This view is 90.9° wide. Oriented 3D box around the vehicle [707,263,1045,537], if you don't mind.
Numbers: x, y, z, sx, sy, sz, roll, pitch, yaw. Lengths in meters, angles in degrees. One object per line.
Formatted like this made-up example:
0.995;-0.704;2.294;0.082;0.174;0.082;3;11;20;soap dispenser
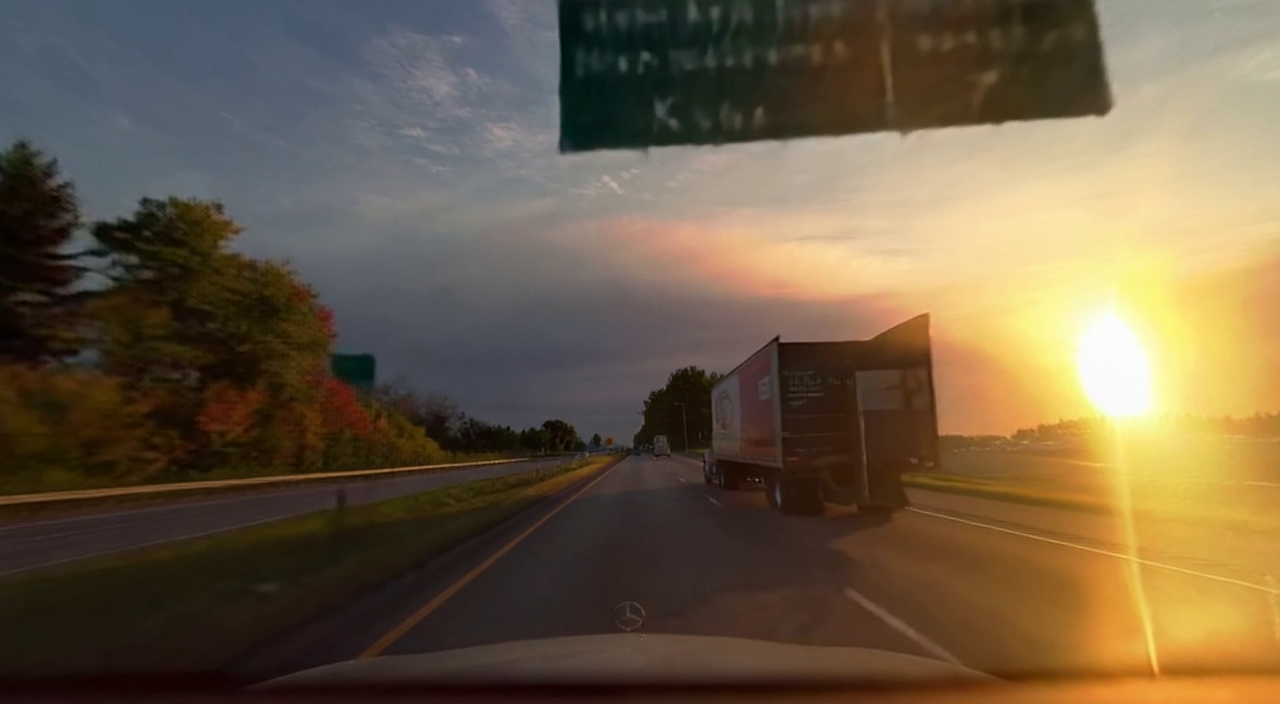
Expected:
4.223;1.745;16.563;3.231;4.102;14.393;0;-9;0;vehicle
